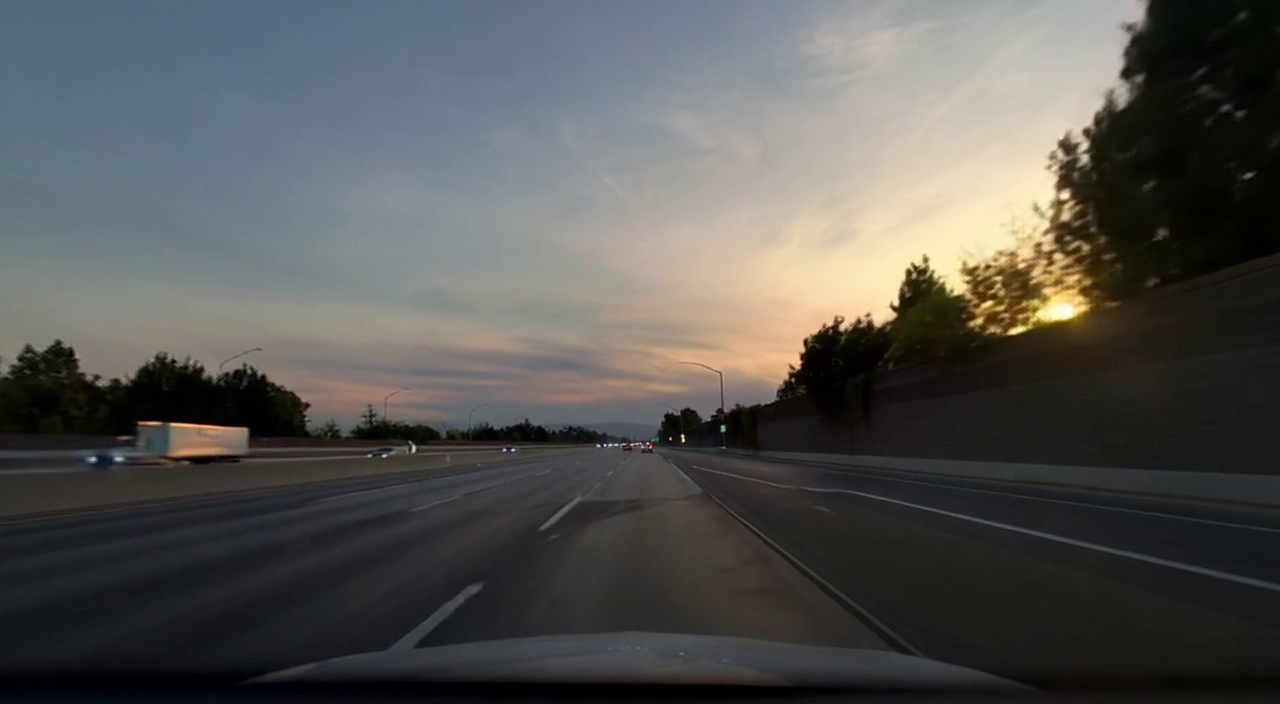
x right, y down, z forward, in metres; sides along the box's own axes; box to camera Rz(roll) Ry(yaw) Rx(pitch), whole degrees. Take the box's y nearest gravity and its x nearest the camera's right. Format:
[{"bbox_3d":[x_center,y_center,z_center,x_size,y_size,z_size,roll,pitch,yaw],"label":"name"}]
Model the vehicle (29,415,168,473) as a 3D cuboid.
[{"bbox_3d":[-36.427,6.274,42.891,2.926,3.590,6.935,-1,-8,2],"label":"vehicle"}]
